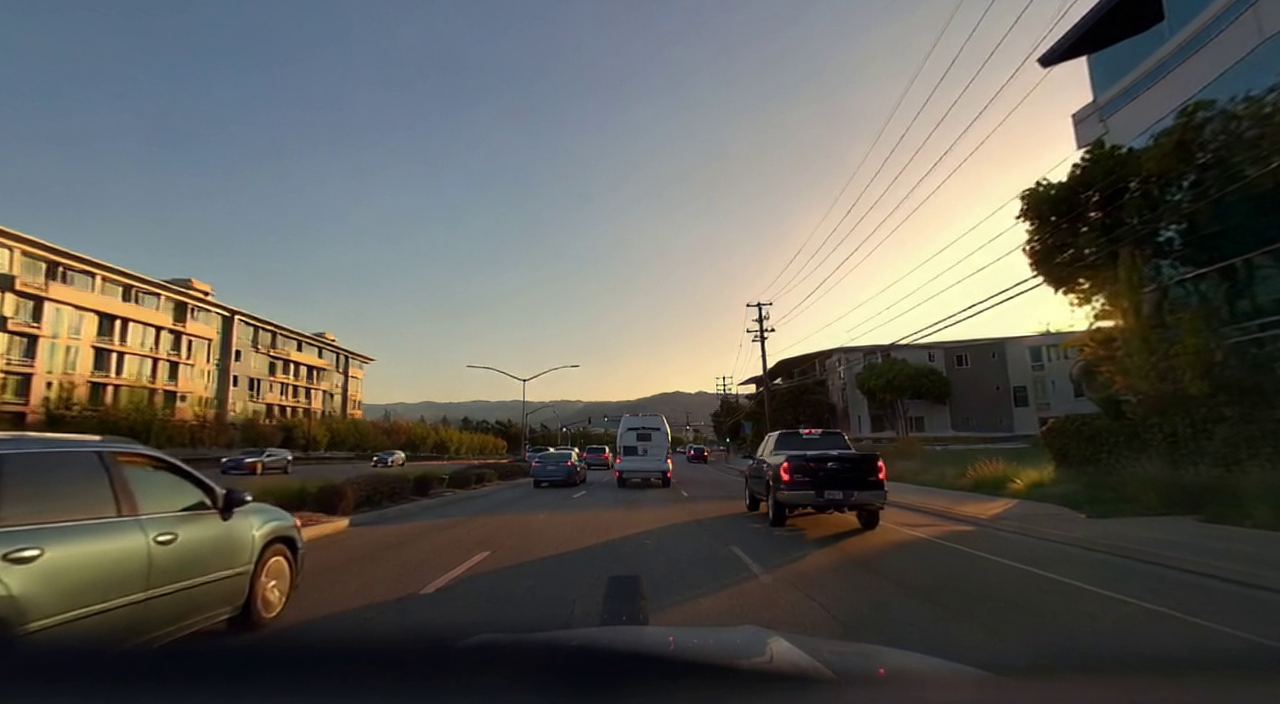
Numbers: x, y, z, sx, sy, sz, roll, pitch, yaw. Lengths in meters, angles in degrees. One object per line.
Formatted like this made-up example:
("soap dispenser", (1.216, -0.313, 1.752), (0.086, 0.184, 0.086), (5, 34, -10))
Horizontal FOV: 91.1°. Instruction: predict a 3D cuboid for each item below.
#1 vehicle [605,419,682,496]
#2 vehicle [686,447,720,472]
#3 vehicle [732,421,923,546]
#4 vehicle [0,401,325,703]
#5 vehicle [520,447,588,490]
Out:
("vehicle", (0.258, 3.816, 23.037), (2.457, 2.440, 5.486), (0, -8, 3))
("vehicle", (4.450, 7.582, 44.605), (2.092, 1.696, 4.218), (0, -8, 2))
("vehicle", (3.246, 2.384, 12.058), (2.283, 1.923, 4.427), (0, -8, 0))
("vehicle", (-3.604, 1.129, 3.245), (1.934, 1.643, 3.718), (0, -8, 1))
("vehicle", (-3.360, 4.646, 25.416), (1.984, 1.567, 4.311), (0, -8, 2))
